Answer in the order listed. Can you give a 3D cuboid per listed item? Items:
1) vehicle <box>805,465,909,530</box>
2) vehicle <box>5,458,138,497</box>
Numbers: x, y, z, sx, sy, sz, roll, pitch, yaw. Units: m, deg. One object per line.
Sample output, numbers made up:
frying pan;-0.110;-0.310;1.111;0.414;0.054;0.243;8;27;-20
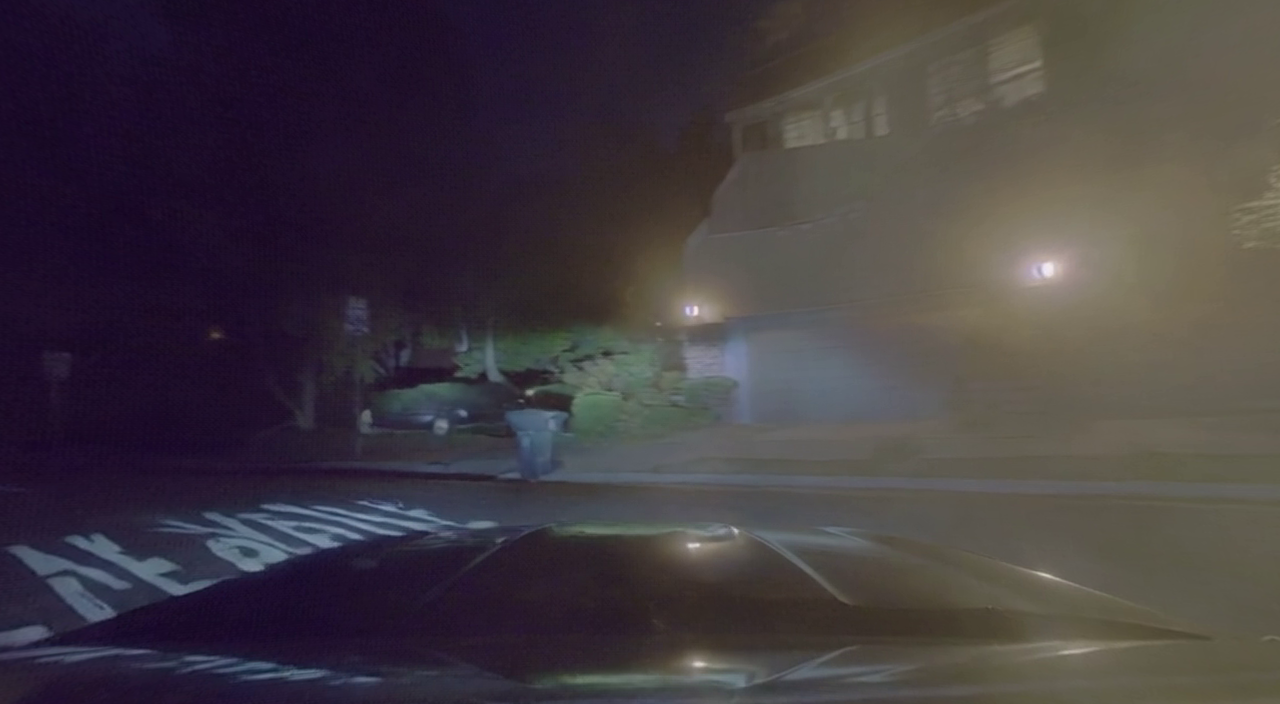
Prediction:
vehicle;6.158;4.133;18.449;1.860;1.477;4.629;-1;-9;6
vehicle;-27.522;6.140;30.735;2.019;1.697;4.310;0;-12;8
